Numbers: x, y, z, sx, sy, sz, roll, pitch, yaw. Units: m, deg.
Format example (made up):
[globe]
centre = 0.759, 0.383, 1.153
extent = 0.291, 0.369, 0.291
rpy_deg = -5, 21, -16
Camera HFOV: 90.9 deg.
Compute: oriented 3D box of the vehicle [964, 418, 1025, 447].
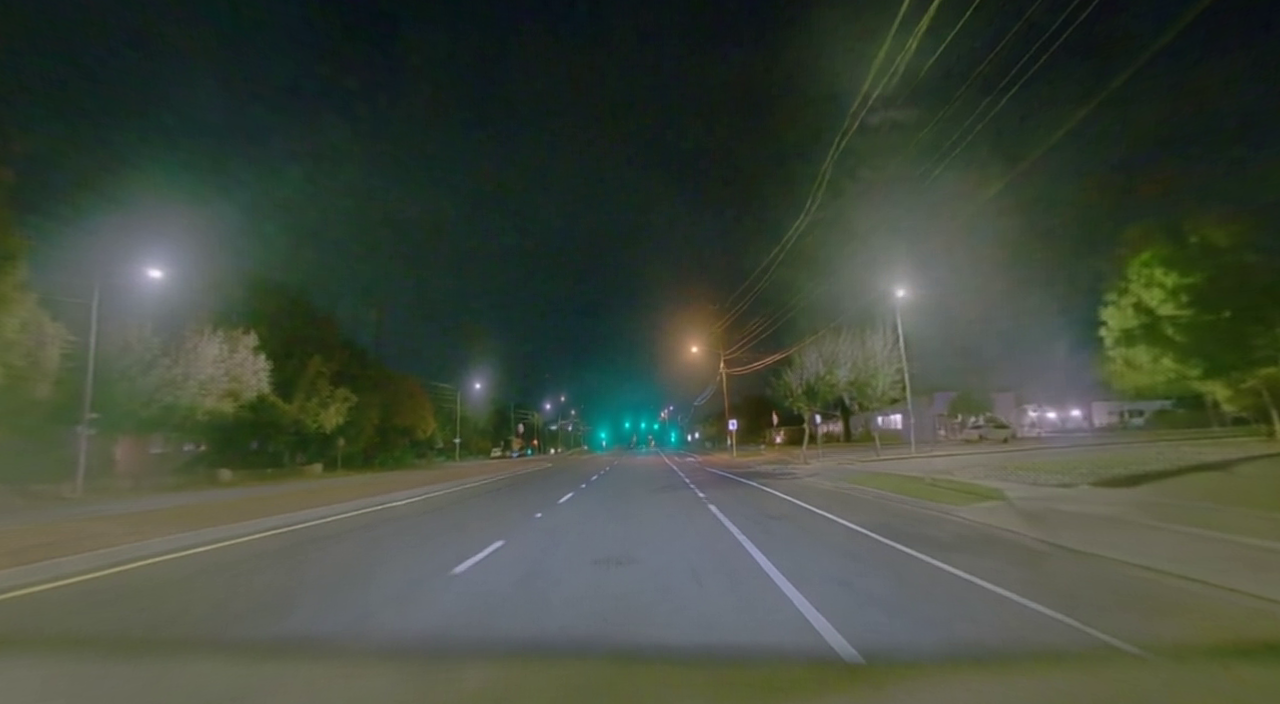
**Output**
[vehicle]
centre = 26.663, 6.136, 47.540
extent = 2.009, 2.044, 4.571
rpy_deg = 0, -9, 2
